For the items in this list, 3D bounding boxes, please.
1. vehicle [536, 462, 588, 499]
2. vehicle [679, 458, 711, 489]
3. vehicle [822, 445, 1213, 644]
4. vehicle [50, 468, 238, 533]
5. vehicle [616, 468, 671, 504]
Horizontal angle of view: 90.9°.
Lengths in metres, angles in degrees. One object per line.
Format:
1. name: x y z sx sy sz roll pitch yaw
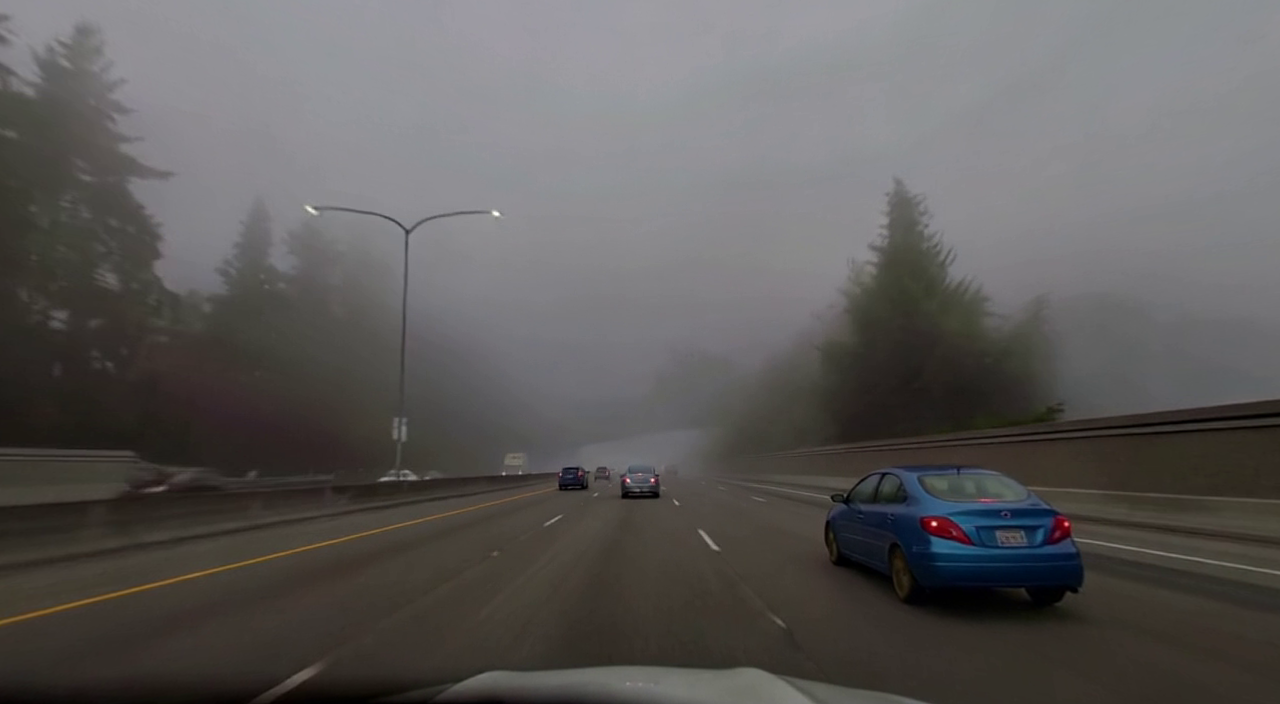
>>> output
1. vehicle: -3.910 6.510 32.179 2.021 1.706 4.247 0 -10 1
2. vehicle: 4.146 9.195 47.767 2.030 2.172 3.621 1 -10 -1
3. vehicle: 3.615 1.910 7.062 1.938 1.561 3.786 1 -10 -1
4. vehicle: -12.478 3.722 16.208 1.767 1.415 3.665 1 -10 1
5. vehicle: 0.152 5.835 27.709 2.241 1.425 3.973 1 -10 0
